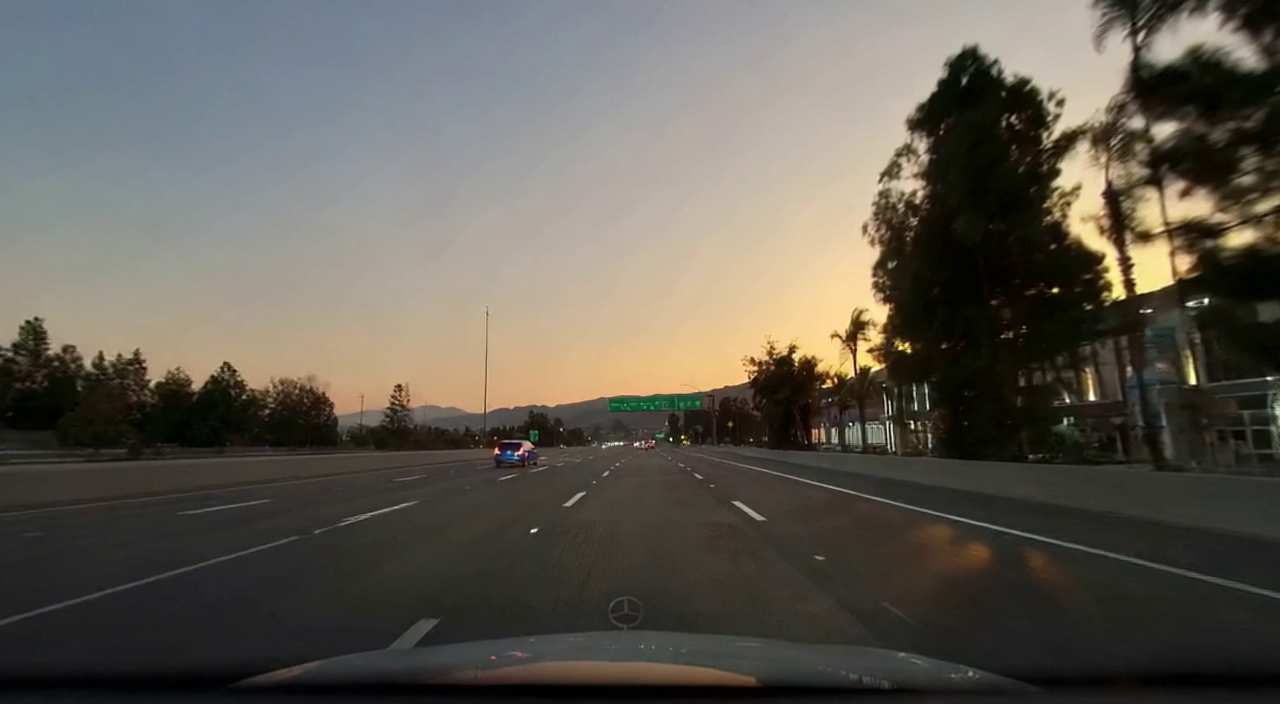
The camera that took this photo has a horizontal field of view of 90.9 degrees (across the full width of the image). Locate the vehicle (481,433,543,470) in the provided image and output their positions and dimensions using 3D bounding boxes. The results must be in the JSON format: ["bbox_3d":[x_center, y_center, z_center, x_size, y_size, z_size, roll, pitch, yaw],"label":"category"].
[{"bbox_3d":[-6.587,5.173,32.922,2.145,1.793,4.762,0,-8,1],"label":"vehicle"}]
